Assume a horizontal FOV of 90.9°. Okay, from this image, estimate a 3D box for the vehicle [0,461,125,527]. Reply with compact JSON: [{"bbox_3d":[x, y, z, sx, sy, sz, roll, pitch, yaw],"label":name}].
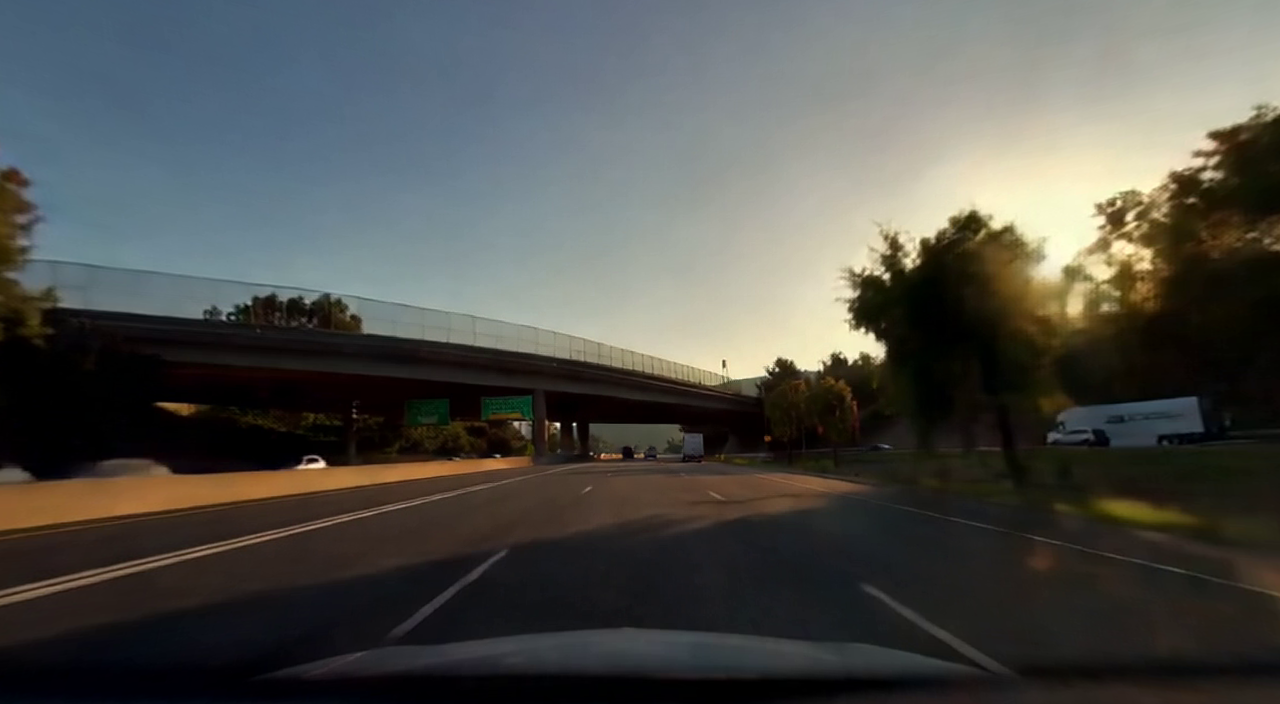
[{"bbox_3d":[-16.122,3.594,16.188,1.982,1.464,4.481,0,-9,-1],"label":"vehicle"}]
